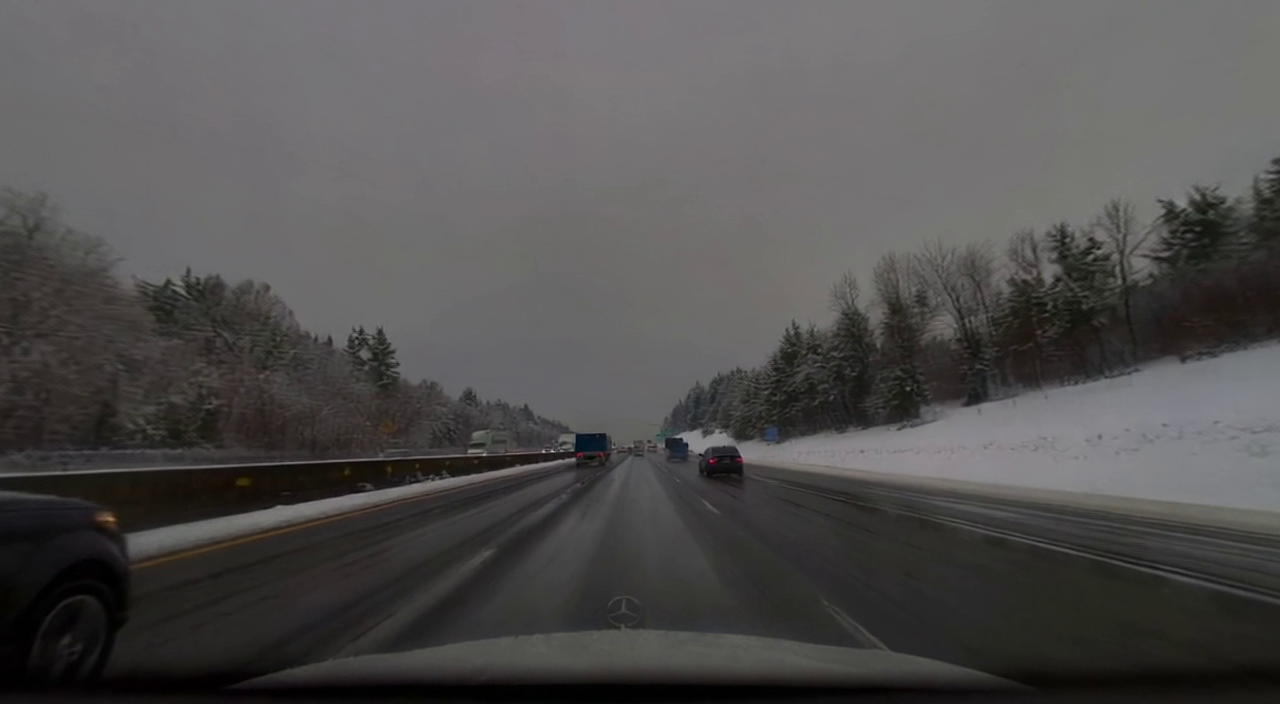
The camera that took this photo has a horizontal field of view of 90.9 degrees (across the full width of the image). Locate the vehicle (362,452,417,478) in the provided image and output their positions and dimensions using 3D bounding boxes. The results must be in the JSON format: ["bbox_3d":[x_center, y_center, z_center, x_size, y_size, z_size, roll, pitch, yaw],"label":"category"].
[{"bbox_3d":[-15.079,6.810,38.109,1.714,1.476,3.729,0,-9,1],"label":"vehicle"}]

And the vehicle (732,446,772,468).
[{"bbox_3d":[7.772,7.314,44.019,1.876,1.475,4.185,0,-9,-1],"label":"vehicle"}]

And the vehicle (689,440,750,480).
[{"bbox_3d":[3.276,4.583,26.845,1.983,1.545,4.038,0,-9,-2],"label":"vehicle"}]

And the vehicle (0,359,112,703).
[{"bbox_3d":[-3.955,0.633,1.176,2.093,1.705,4.392,0,-9,0],"label":"vehicle"}]
